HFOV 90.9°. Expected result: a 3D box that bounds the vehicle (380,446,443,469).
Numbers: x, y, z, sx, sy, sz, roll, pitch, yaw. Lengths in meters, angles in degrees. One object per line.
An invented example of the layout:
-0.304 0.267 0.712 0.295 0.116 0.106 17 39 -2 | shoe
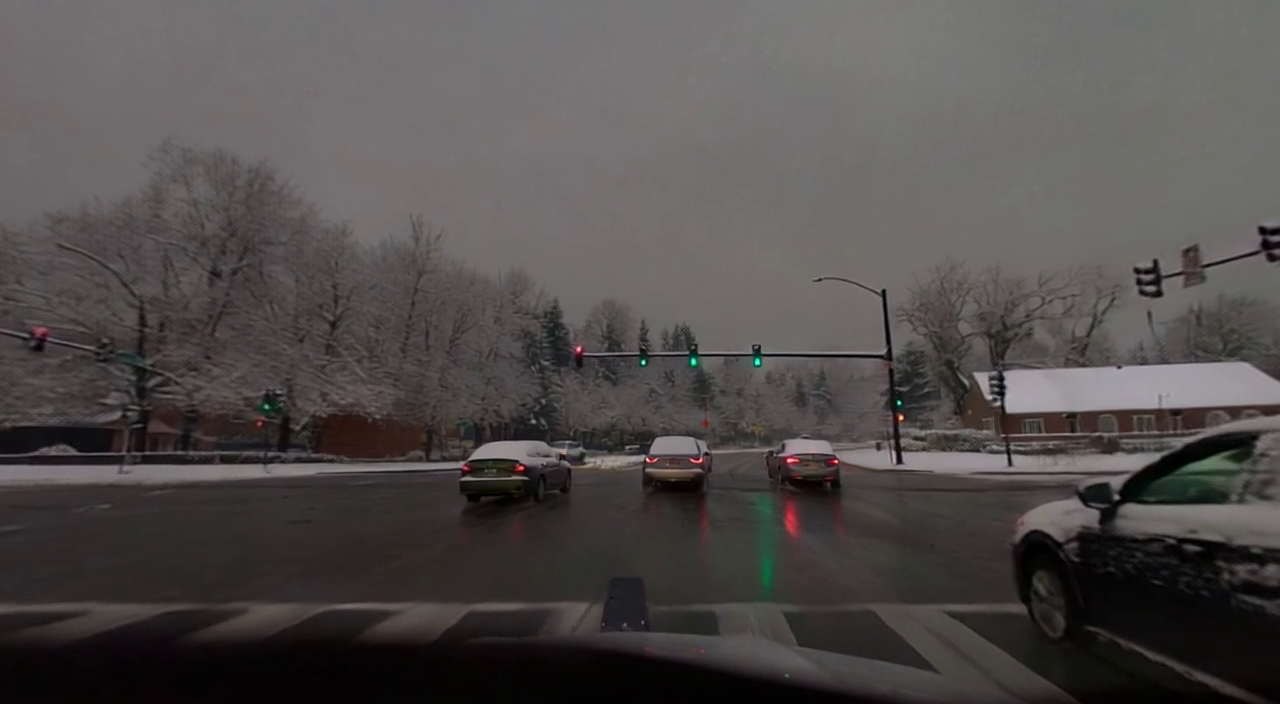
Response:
-15.191 7.007 42.142 1.869 1.449 4.417 -2 -9 11 | vehicle

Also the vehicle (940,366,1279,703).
3.663 0.975 3.167 2.106 1.636 4.655 0 -9 2 | vehicle

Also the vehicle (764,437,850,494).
4.909 3.369 19.050 1.859 1.540 3.454 -1 -9 4 | vehicle

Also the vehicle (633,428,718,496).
1.152 3.275 19.076 2.250 1.768 4.574 -1 -9 6 | vehicle

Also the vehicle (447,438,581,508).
-2.906 2.921 15.763 2.006 1.464 4.586 -1 -9 6 | vehicle
